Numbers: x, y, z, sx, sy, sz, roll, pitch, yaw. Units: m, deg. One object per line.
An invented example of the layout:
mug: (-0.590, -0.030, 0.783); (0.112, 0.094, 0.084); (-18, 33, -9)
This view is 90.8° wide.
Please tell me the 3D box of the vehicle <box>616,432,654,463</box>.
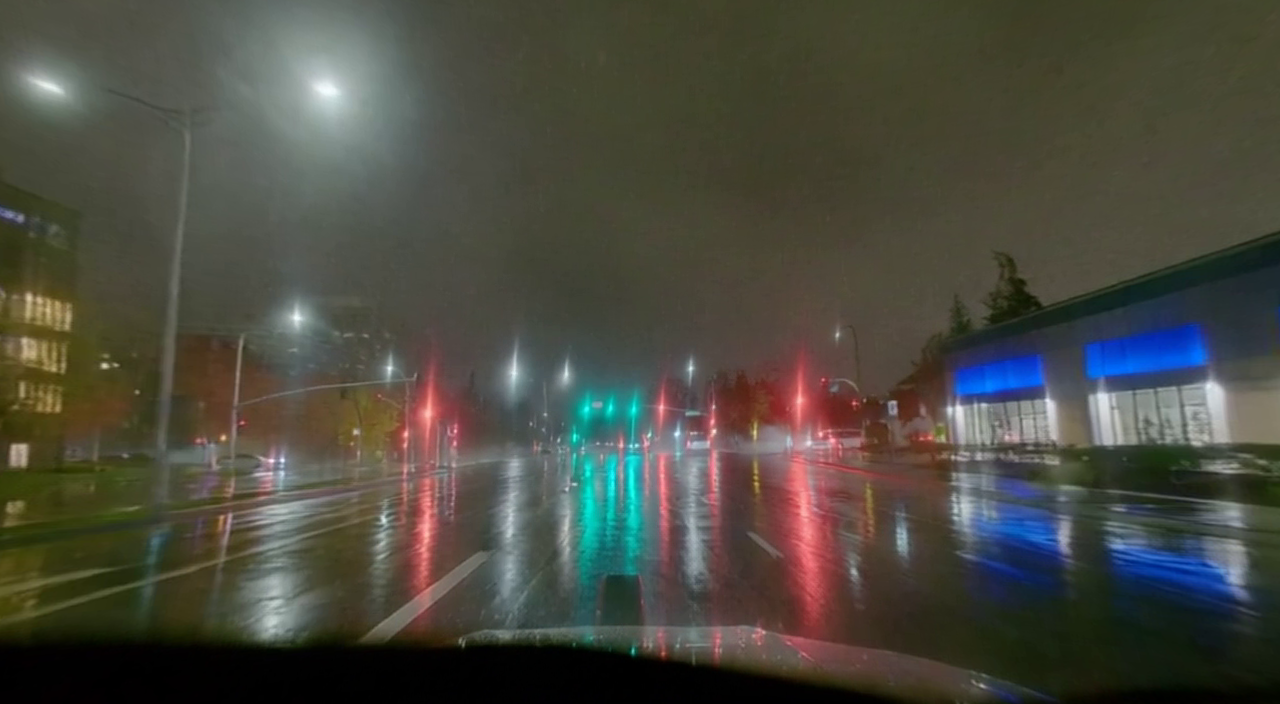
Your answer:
vehicle: (-0.317, 6.072, 40.330); (2.313, 1.860, 4.319); (0, -8, 0)

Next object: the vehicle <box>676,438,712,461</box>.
vehicle: (3.611, 6.638, 43.221); (2.080, 1.472, 4.401); (0, -8, 0)
